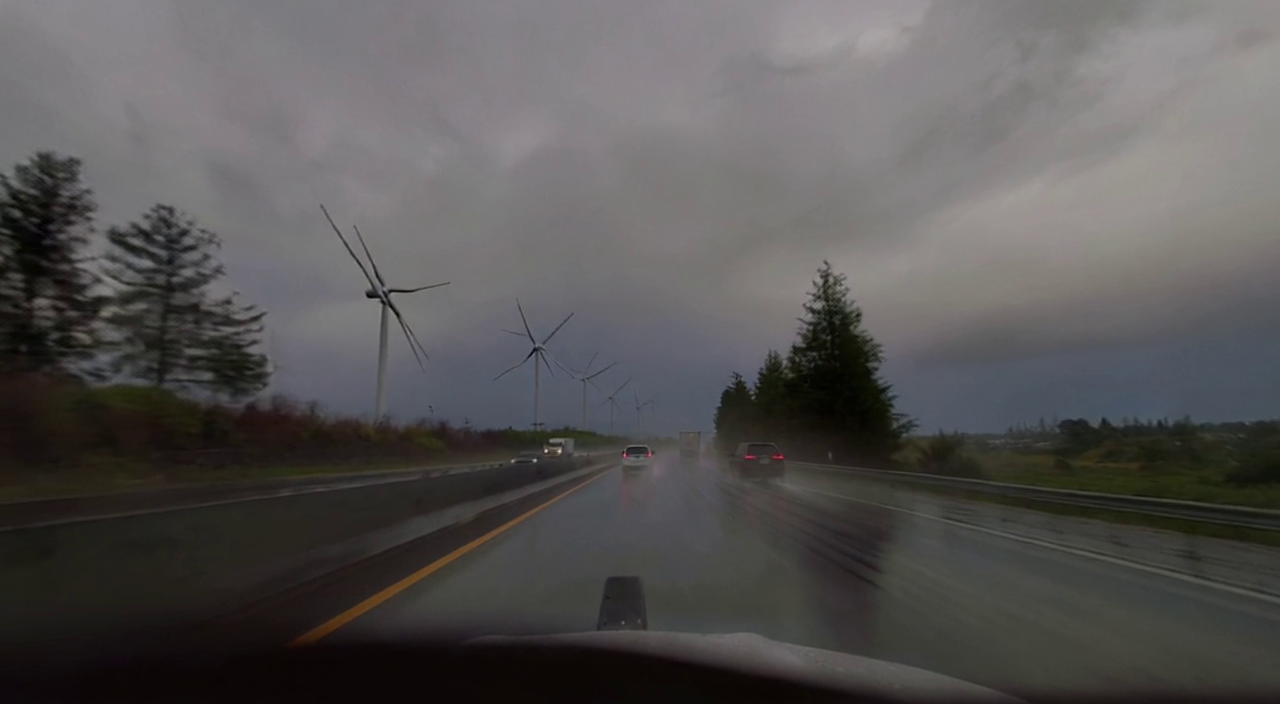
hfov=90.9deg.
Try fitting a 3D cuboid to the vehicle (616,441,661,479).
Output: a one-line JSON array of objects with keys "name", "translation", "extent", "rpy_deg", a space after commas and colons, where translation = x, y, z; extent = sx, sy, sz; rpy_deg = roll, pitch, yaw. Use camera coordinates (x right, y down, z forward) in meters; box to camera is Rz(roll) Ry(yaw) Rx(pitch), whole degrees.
[{"name": "vehicle", "translation": [-0.045, 5.272, 31.005], "extent": [2.038, 1.723, 4.150], "rpy_deg": [0, -9, 1]}]

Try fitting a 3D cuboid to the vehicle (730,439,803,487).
[{"name": "vehicle", "translation": [4.944, 4.389, 25.265], "extent": [2.040, 1.721, 4.507], "rpy_deg": [0, -9, 1]}]
